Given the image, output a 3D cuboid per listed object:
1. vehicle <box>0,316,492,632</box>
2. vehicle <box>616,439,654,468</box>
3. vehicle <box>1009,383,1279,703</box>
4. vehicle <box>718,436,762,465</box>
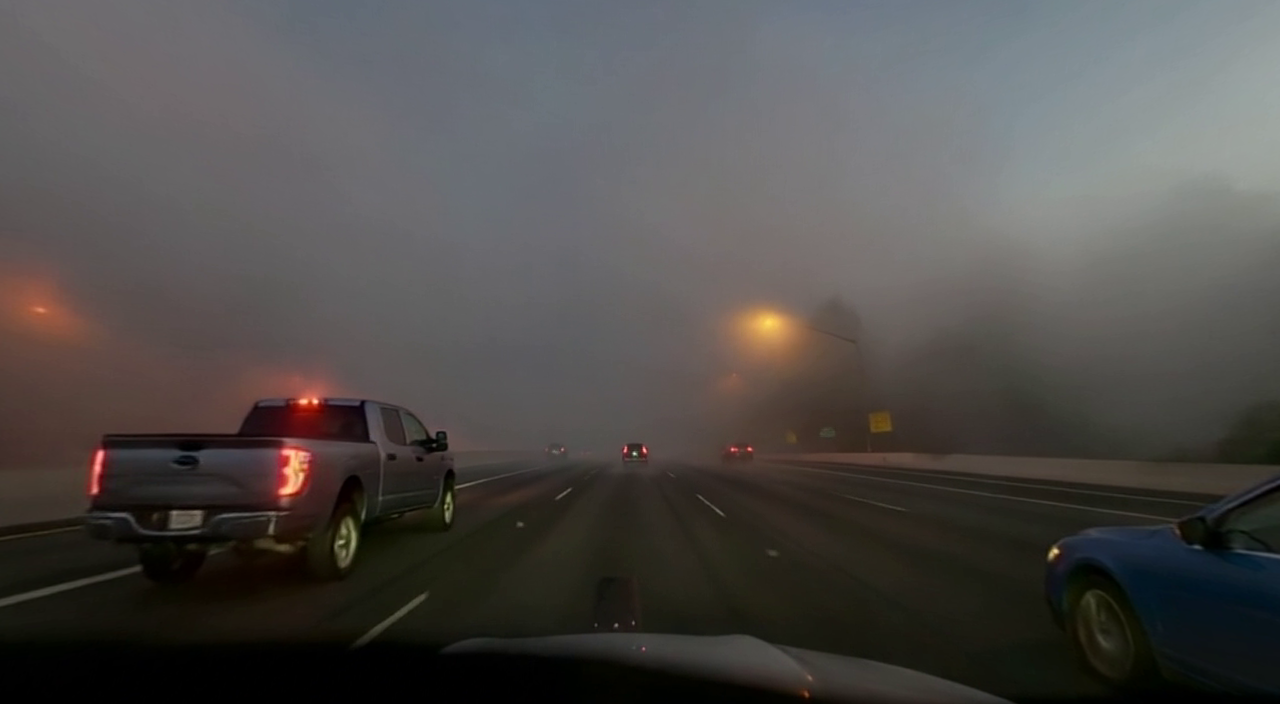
[{"bbox_3d":[-3.746,1.268,7.412,2.592,2.179,6.034,0,-9,0],"label":"vehicle"},{"bbox_3d":[-0.335,6.227,38.828,2.157,1.642,4.189,0,-9,-1],"label":"vehicle"},{"bbox_3d":[3.059,0.704,0.999,2.072,1.501,4.694,0,-9,-1],"label":"vehicle"},{"bbox_3d":[6.830,6.811,43.844,2.103,1.898,5.310,0,-9,-1],"label":"vehicle"}]
